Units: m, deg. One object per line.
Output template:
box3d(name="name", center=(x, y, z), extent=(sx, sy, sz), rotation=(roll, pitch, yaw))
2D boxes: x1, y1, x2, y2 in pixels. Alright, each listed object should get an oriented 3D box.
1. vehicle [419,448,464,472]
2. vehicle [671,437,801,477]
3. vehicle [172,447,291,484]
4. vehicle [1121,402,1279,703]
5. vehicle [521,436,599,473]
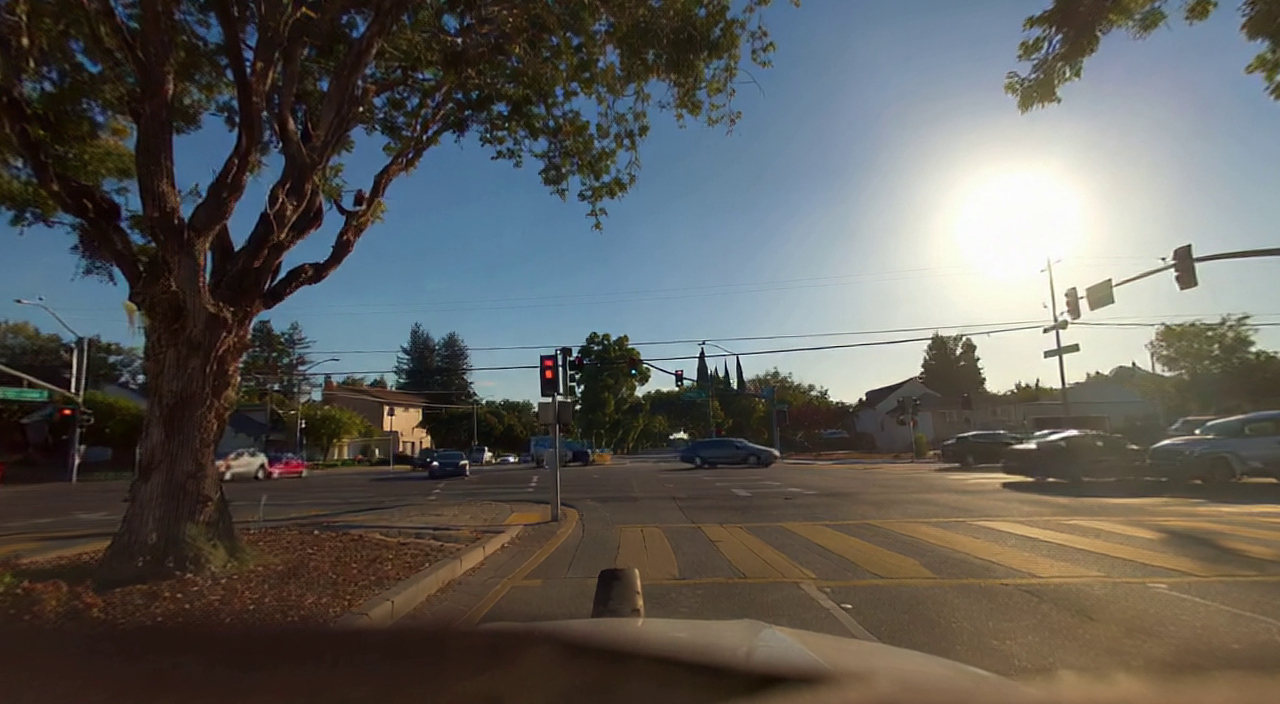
box3d(name="vehicle", center=(-11.606, 6.302, 36.970), extent=(1.921, 1.304, 4.050), rotation=(1, -8, -9))
box3d(name="vehicle", center=(3.924, 4.335, 26.177), extent=(5.017, 1.515, 2.006), rotation=(-7, -11, 38))
box3d(name="vehicle", center=(-18.204, 5.053, 28.308), extent=(2.203, 1.471, 4.723), rotation=(0, -8, -1))
box3d(name="vehicle", center=(3.086, 0.659, 0.422), extent=(1.990, 1.454, 4.490), rotation=(0, -8, 1))
box3d(name="vehicle", center=(-4.436, 5.495, 33.988), extent=(2.276, 1.842, 4.958), rotation=(5, -10, -32))
